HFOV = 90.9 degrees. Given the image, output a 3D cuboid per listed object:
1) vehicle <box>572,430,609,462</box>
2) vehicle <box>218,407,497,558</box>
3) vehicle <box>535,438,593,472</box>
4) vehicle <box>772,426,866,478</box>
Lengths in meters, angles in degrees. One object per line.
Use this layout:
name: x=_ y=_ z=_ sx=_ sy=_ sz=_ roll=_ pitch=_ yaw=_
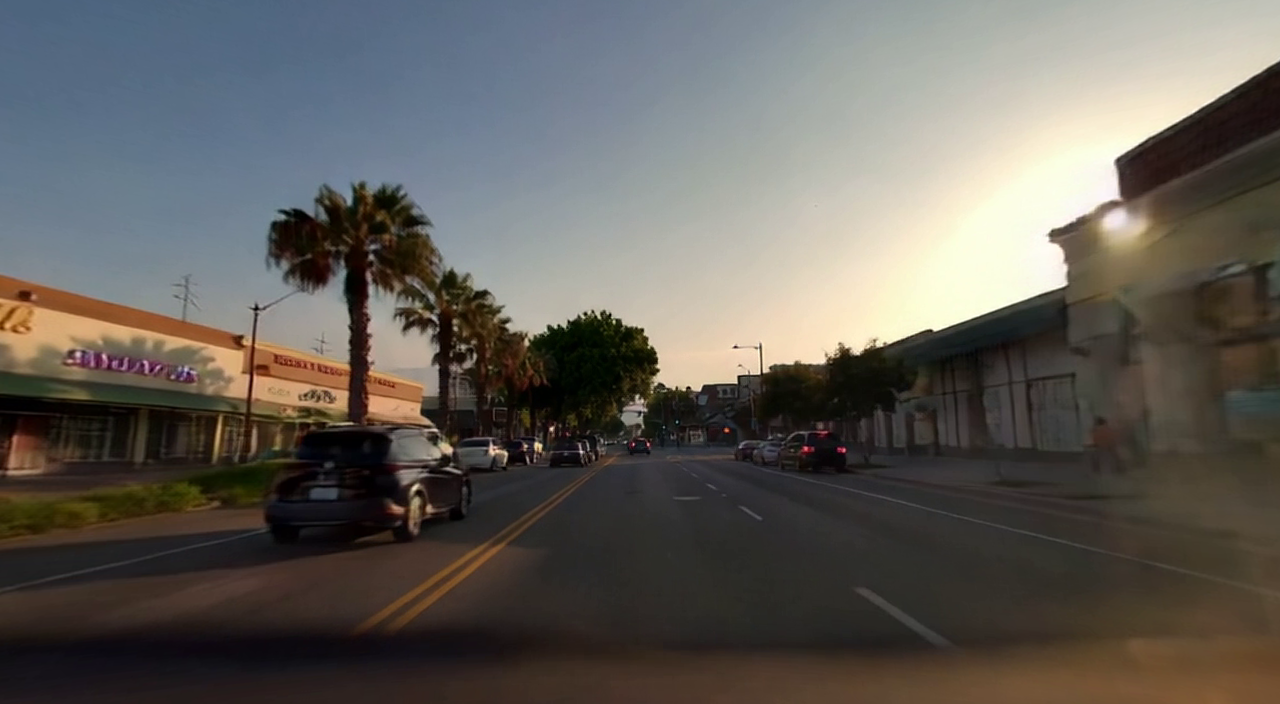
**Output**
vehicle: x=-3.216 y=6.249 z=41.907 sx=2.158 sy=2.040 sz=4.511 roll=0 pitch=-8 yaw=0
vehicle: x=-3.573 y=1.741 z=9.027 sx=2.024 sy=1.636 sz=4.121 roll=0 pitch=-8 yaw=1
vehicle: x=-3.458 y=4.798 z=29.646 sx=2.044 sy=1.462 sz=4.624 roll=0 pitch=-8 yaw=1
vehicle: x=7.431 y=4.245 z=26.947 sx=2.256 sy=1.936 sz=5.838 roll=0 pitch=-8 yaw=0
